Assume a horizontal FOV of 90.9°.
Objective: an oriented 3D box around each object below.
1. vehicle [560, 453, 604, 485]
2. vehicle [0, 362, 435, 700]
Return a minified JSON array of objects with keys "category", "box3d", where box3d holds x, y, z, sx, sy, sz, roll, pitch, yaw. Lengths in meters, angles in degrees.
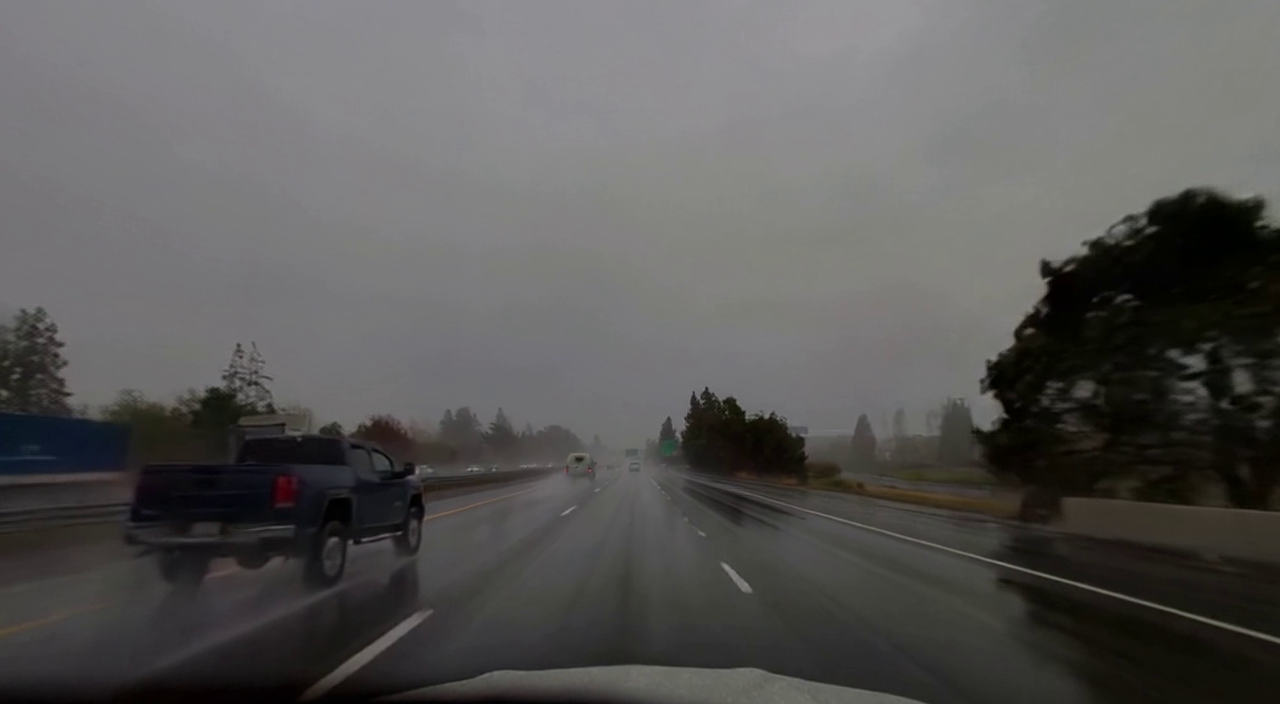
[{"category":"vehicle","box3d":[-3.706,7.602,41.001,2.390,1.879,4.423,1,-11,0]},{"category":"vehicle","box3d":[-3.918,1.422,6.006,2.272,1.873,4.832,1,-10,0]}]
